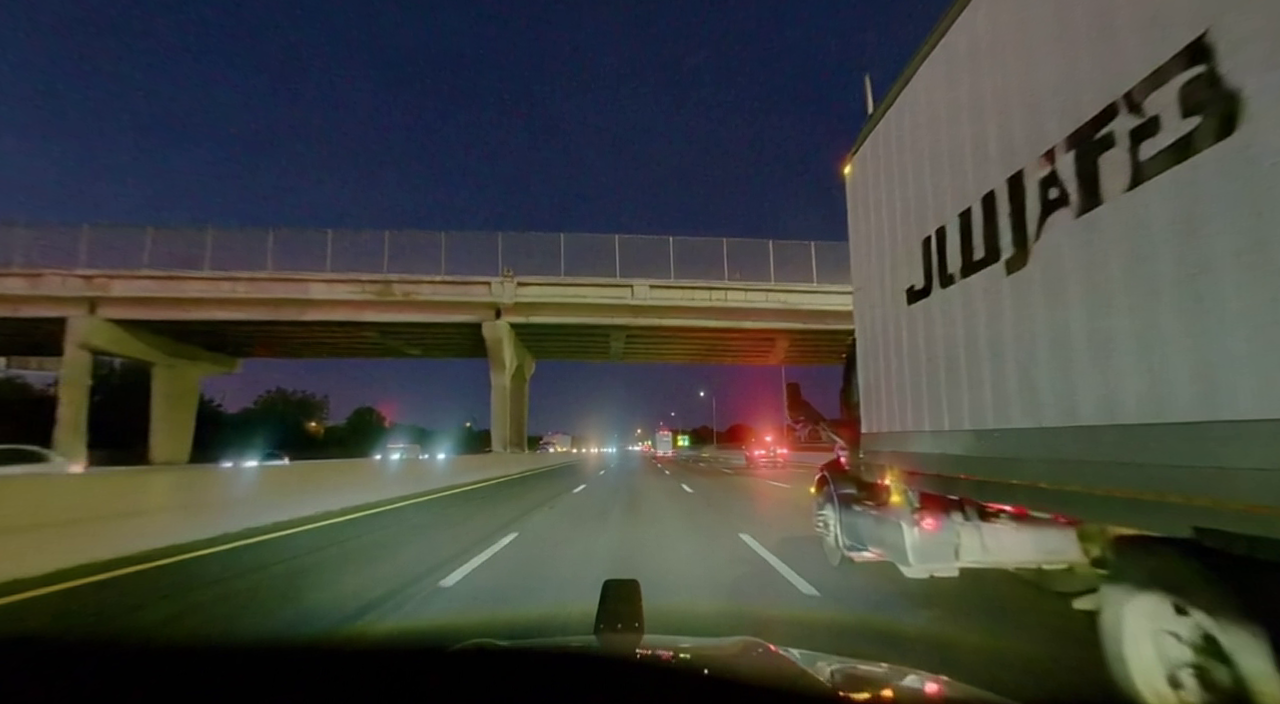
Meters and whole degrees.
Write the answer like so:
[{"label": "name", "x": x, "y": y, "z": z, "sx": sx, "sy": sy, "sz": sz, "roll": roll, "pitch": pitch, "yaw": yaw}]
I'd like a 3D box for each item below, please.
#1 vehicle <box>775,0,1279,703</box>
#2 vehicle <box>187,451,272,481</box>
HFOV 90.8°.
[{"label": "vehicle", "x": 3.371, "y": 0.046, "z": 4.605, "sx": 3.210, "sy": 4.239, "sz": 7.307, "roll": 0, "pitch": -9, "yaw": 1}, {"label": "vehicle", "x": -21.544, "y": 5.977, "z": 33.350, "sx": 1.918, "sy": 1.450, "sz": 3.803, "roll": 0, "pitch": -9, "yaw": 0}]
